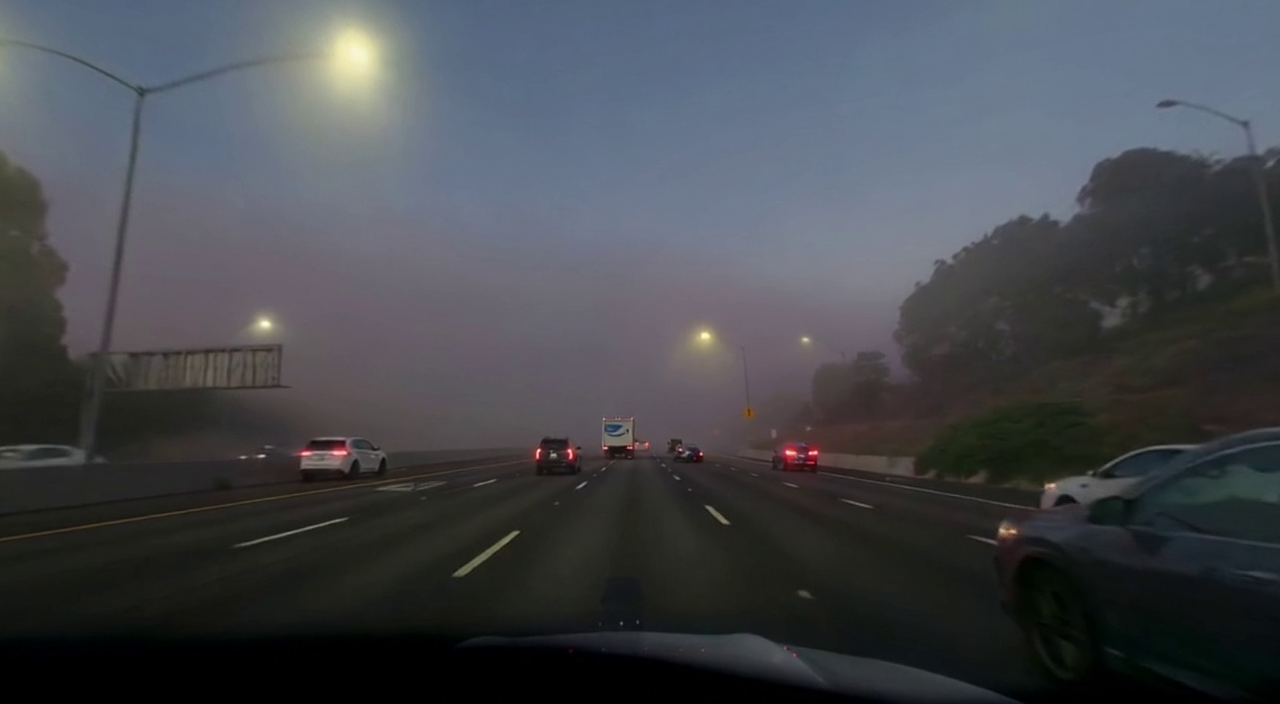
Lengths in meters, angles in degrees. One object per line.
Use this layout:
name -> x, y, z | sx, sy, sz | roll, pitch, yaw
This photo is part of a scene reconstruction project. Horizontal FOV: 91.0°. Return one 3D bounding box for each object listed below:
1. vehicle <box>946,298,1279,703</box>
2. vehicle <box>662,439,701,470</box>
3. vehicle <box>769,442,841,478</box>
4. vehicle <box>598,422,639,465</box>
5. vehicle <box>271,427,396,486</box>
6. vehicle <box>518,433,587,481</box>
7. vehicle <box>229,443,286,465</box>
vehicle -> 3.069, 0.624, 1.320 | 2.179, 1.739, 5.331 | 0, -9, 0
vehicle -> 2.326, 5.878, 36.236 | 2.067, 1.654, 3.985 | 0, -9, 1
vehicle -> 7.384, 4.867, 28.689 | 1.970, 1.499, 4.491 | 1, -9, -1
vehicle -> -1.393, 6.353, 43.555 | 2.456, 2.705, 6.251 | 0, -9, 2
vehicle -> -10.117, 3.494, 21.240 | 2.023, 1.739, 4.229 | 0, -9, 1
vehicle -> -3.322, 4.085, 24.787 | 2.095, 1.688, 4.188 | 0, -9, 0
vehicle -> -28.566, 7.633, 47.171 | 1.709, 1.502, 3.856 | 0, -9, 1
